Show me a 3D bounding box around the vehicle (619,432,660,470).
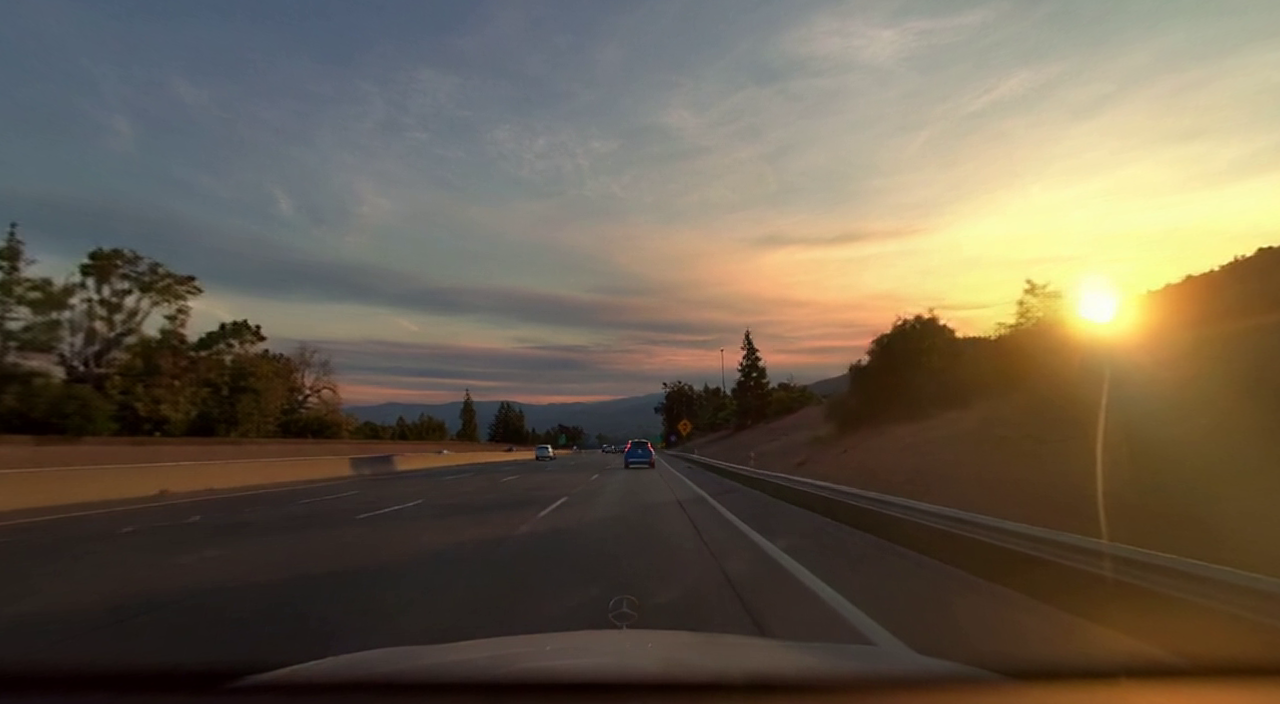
[{"bbox_3d":[-0.014,5.931,37.916,2.318,2.145,4.561,0,-8,0],"label":"vehicle"}]
